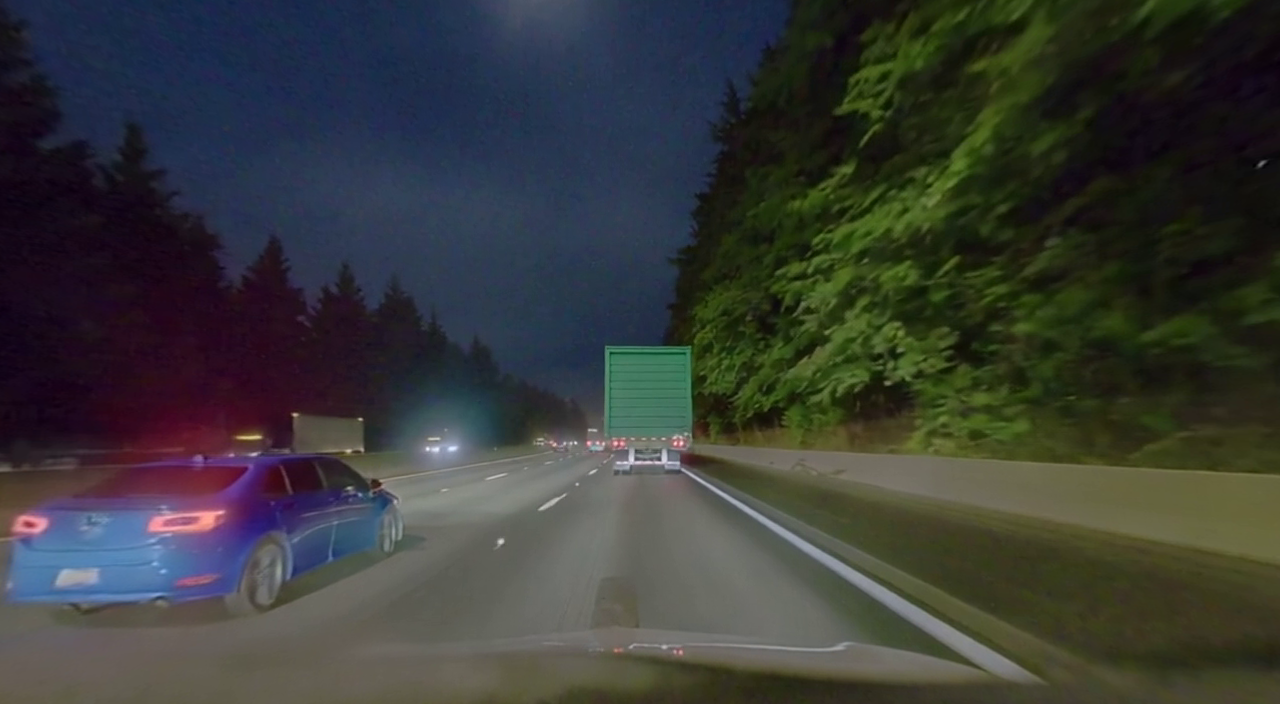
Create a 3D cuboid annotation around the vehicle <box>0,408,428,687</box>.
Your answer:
[{"bbox_3d":[-3.586,1.397,5.696,1.854,1.530,4.268,0,-8,0],"label":"vehicle"}]

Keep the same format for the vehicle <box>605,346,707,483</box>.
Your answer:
[{"bbox_3d":[0.442,2.641,24.564,3.073,4.196,10.546,0,-8,0],"label":"vehicle"}]
